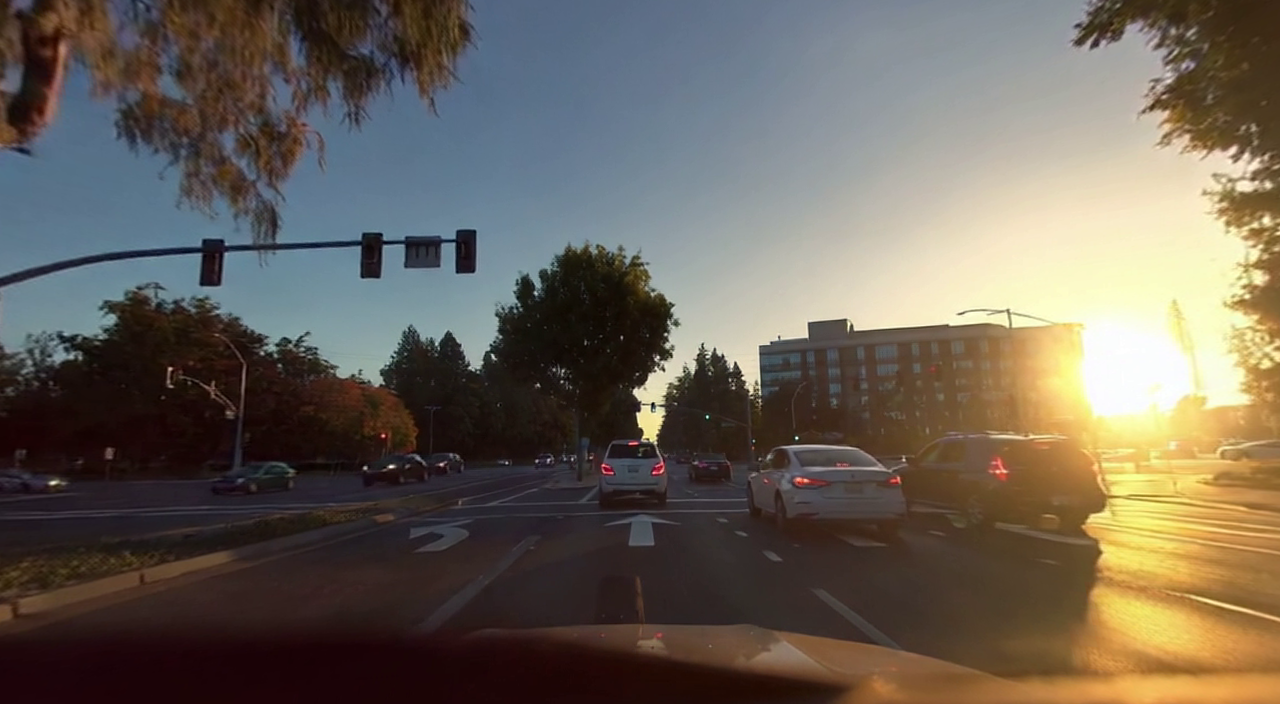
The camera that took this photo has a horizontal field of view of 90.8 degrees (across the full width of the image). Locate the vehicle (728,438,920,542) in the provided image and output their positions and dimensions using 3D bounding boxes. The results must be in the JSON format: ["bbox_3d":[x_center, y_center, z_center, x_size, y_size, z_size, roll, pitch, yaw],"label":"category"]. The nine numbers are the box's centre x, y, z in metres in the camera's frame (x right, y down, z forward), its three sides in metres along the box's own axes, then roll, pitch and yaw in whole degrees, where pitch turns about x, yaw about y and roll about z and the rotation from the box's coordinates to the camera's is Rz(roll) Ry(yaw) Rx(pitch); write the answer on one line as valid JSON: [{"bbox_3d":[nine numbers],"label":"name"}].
[{"bbox_3d":[3.142,2.468,12.054,2.034,1.558,4.774,0,-9,-2],"label":"vehicle"}]

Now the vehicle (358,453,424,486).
[{"bbox_3d":[-14.235,6.702,36.434,1.961,1.693,4.557,0,-9,0],"label":"vehicle"}]

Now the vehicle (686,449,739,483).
[{"bbox_3d":[3.488,5.604,31.266,2.004,1.523,4.263,0,-9,-1],"label":"vehicle"}]

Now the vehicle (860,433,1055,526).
[{"bbox_3d":[6.721,2.717,14.058,1.987,1.730,4.373,0,-9,-1],"label":"vehicle"}]

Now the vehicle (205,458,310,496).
[{"bbox_3d":[-17.559,5.753,29.335,1.911,1.483,4.849,-1,-9,0],"label":"vehicle"}]

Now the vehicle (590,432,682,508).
[{"bbox_3d":[-0.122,3.216,17.645,2.236,1.827,4.316,0,-9,0],"label":"vehicle"}]

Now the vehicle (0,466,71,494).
[{"bbox_3d":[-35.125,7.105,35.039,4.845,1.442,1.880,2,-9,-13],"label":"vehicle"}]
